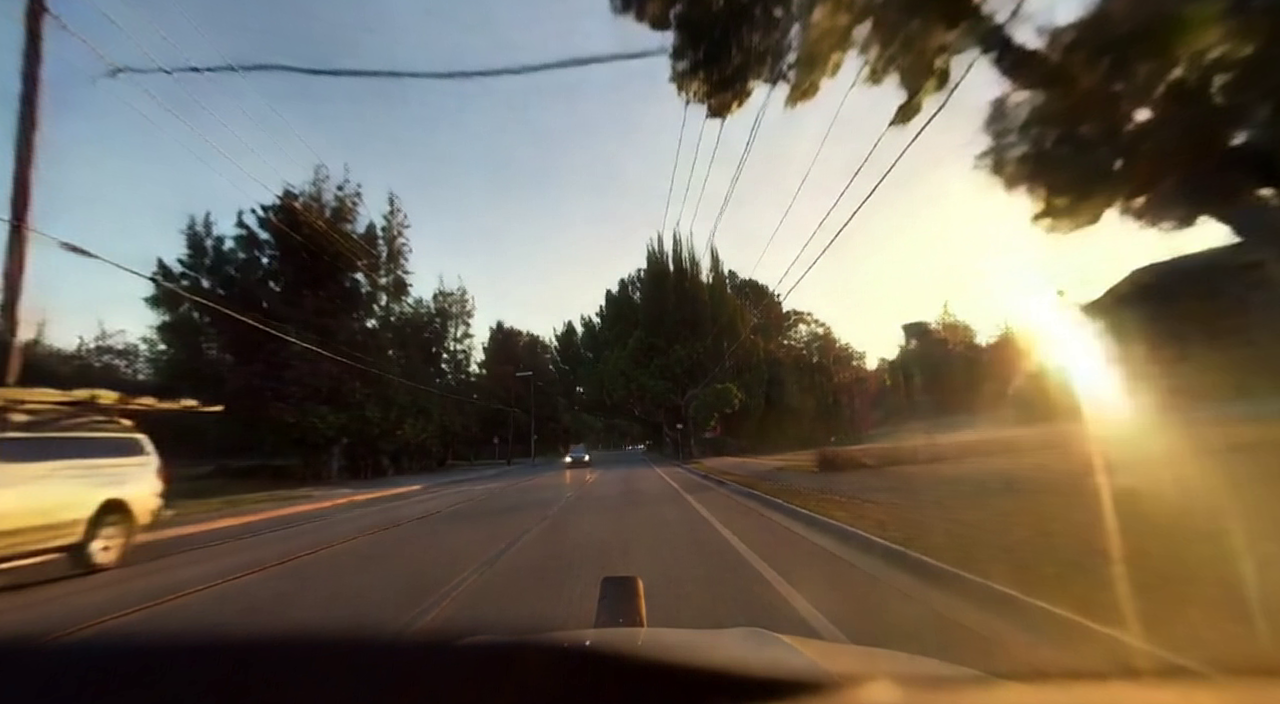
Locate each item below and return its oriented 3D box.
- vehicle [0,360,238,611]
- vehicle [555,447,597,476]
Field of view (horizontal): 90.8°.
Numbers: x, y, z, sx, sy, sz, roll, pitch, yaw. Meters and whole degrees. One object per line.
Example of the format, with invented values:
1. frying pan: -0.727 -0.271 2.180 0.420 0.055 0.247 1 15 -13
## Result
1. vehicle: -8.094 1.575 7.637 2.351 2.696 6.106 -1 -8 1
2. vehicle: -3.858 6.715 39.003 2.086 1.608 4.649 -1 -9 0
